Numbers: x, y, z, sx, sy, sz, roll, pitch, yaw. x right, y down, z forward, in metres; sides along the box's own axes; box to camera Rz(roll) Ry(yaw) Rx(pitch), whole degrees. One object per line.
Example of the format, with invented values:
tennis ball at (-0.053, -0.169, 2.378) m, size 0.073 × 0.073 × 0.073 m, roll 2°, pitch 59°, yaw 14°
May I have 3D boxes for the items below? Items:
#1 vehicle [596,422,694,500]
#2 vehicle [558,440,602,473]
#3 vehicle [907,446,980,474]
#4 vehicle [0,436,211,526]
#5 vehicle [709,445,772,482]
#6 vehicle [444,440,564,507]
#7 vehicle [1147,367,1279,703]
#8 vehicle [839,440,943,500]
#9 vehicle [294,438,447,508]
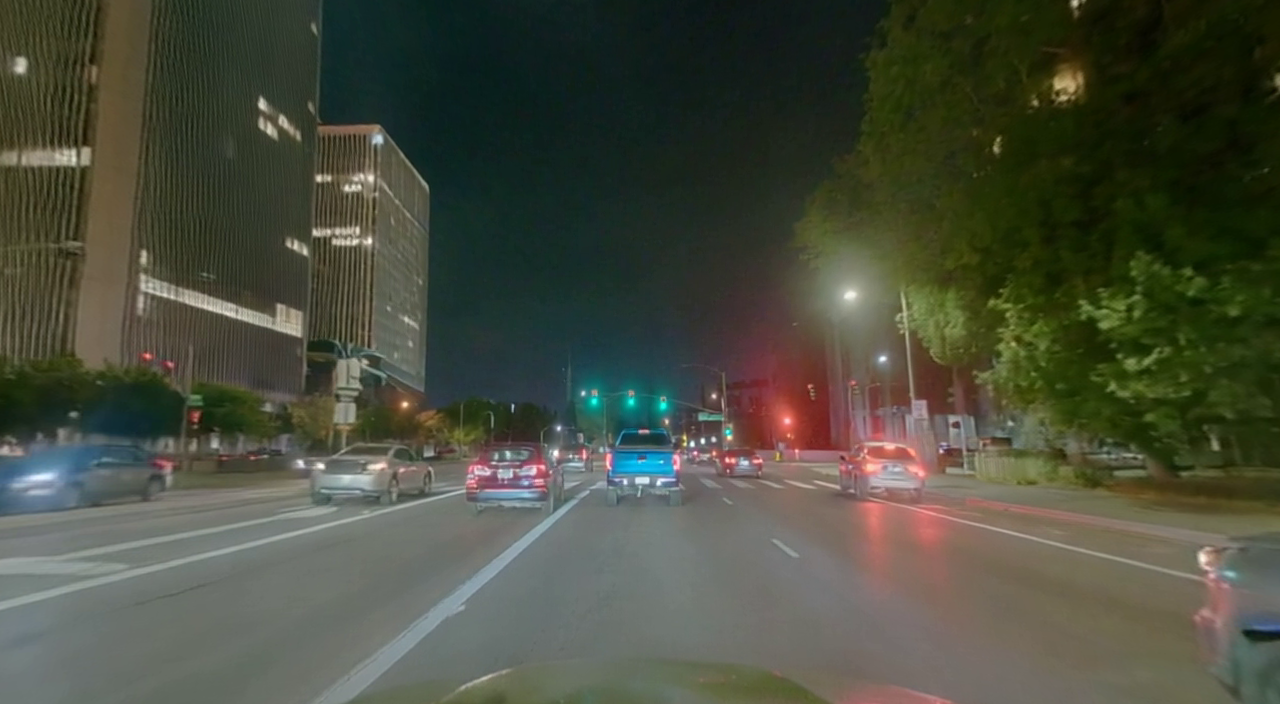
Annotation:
vehicle at (0.124, 3.136, 18.505) m, size 2.493 × 1.934 × 4.957 m, roll 0°, pitch -8°, yaw 0°
vehicle at (-3.328, 5.840, 35.508) m, size 2.018 × 1.700 × 4.142 m, roll 0°, pitch -8°, yaw 1°
vehicle at (22.591, 7.956, 46.881) m, size 5.227 × 1.935 × 2.289 m, roll 5°, pitch -10°, yaw -32°
vehicle at (-12.165, 2.765, 14.136) m, size 2.054 × 1.662 × 4.384 m, roll 0°, pitch -8°, yaw -1°
vehicle at (4.271, 4.789, 27.505) m, size 1.968 × 1.472 × 4.456 m, roll 0°, pitch -8°, yaw 0°
vehicle at (-3.280, 3.019, 16.194) m, size 1.986 × 1.465 × 4.509 m, roll 0°, pitch -8°, yaw 1°
vehicle at (3.455, 0.653, 0.933) m, size 1.955 × 1.628 × 4.152 m, roll 0°, pitch -8°, yaw 1°
vehicle at (8.928, 4.191, 22.910) m, size 2.126 × 1.820 × 4.521 m, roll 2°, pitch -8°, yaw 3°
vehicle at (-6.652, 3.010, 16.205) m, size 1.907 × 1.541 × 4.364 m, roll 0°, pitch -8°, yaw 1°
